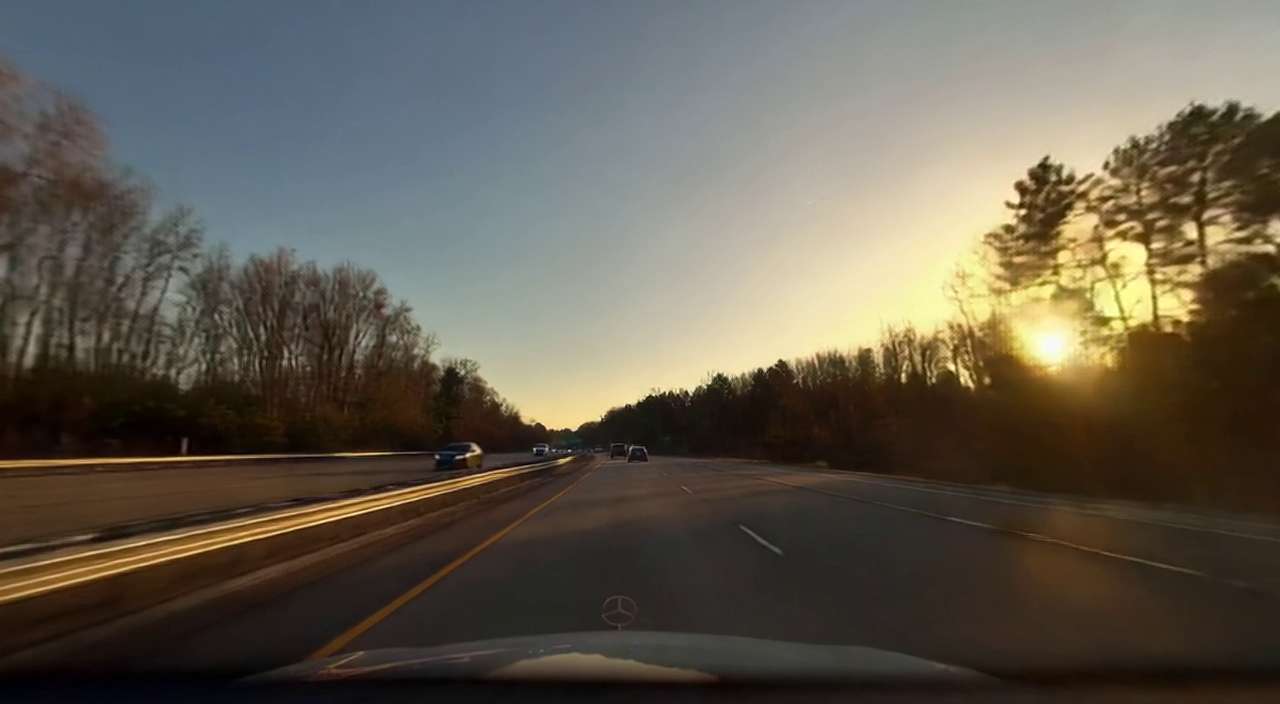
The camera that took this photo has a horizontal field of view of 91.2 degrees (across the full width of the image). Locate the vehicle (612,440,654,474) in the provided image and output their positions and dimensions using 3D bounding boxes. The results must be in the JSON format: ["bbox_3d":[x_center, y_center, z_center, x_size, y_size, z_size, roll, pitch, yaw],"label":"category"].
[{"bbox_3d":[-0.422,5.725,34.279,2.151,1.693,4.201,0,-9,-1],"label":"vehicle"}]

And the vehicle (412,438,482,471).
[{"bbox_3d":[-9.554,5.118,31.478,2.088,1.500,4.613,0,-9,-1],"label":"vehicle"}]
